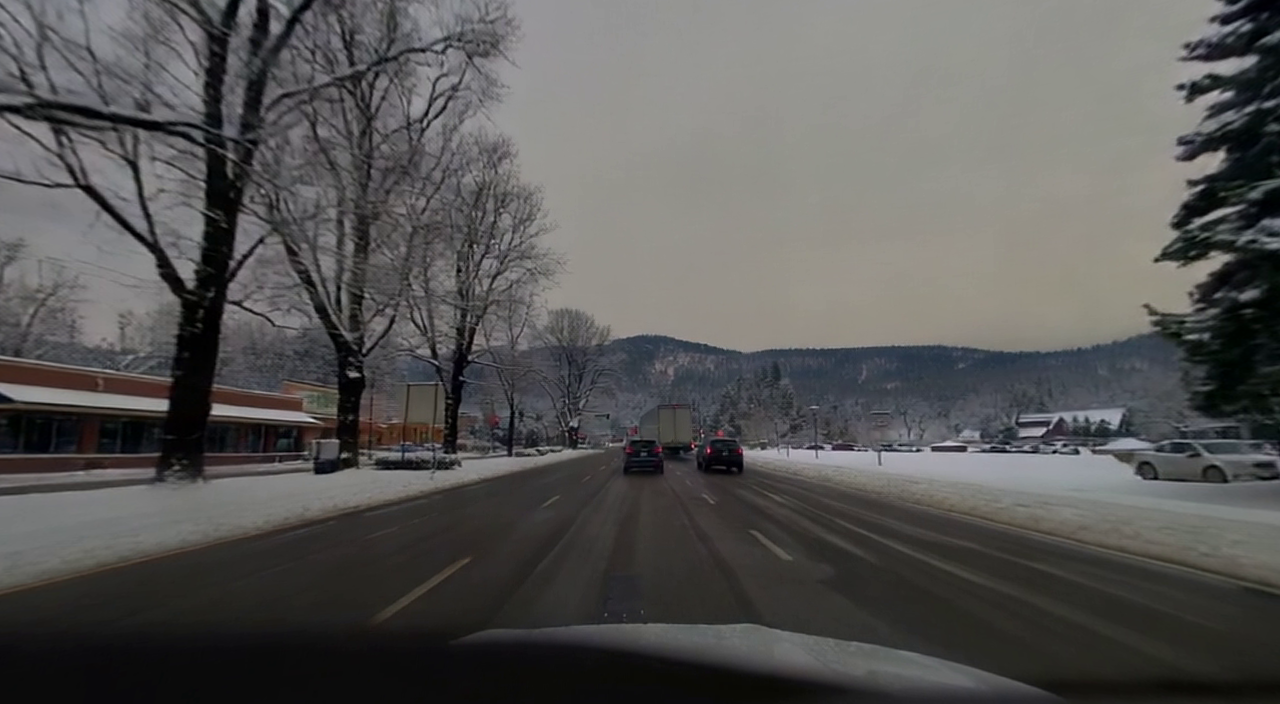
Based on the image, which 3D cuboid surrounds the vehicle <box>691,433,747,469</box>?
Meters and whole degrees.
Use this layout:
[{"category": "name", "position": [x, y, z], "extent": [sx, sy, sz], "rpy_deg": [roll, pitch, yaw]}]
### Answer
[{"category": "vehicle", "position": [3.821, 4.868, 31.067], "extent": [2.088, 1.655, 4.360], "rpy_deg": [0, -8, -1]}]

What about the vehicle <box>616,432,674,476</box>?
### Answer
[{"category": "vehicle", "position": [0.140, 4.111, 25.516], "extent": [2.193, 1.651, 3.946], "rpy_deg": [0, -8, -1]}]

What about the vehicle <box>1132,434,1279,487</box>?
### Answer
[{"category": "vehicle", "position": [19.589, 3.644, 21.423], "extent": [2.068, 1.627, 4.269], "rpy_deg": [0, -8, -1]}]
